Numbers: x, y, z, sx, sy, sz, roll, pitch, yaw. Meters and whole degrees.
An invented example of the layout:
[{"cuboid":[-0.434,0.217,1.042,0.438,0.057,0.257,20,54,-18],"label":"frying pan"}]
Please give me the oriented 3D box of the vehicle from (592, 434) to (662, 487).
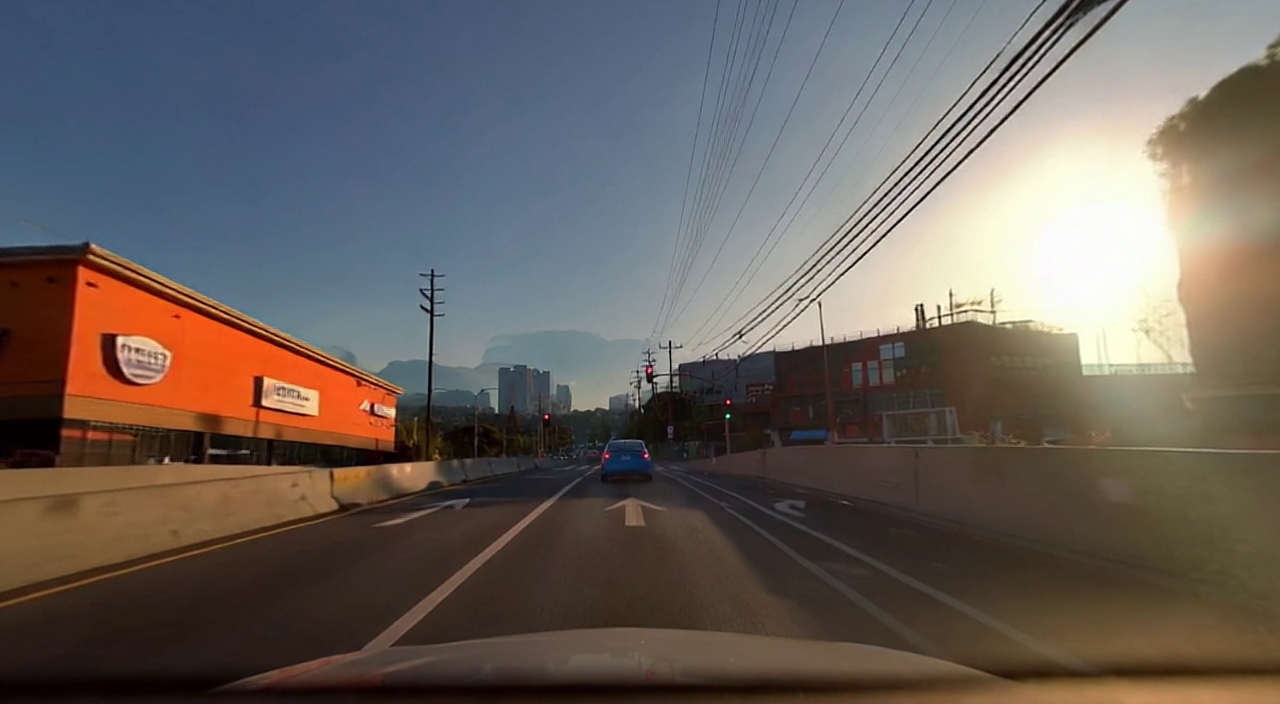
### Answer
[{"cuboid":[-0.440,3.542,20.978,2.123,1.566,3.662,0,-8,-1],"label":"vehicle"}]
